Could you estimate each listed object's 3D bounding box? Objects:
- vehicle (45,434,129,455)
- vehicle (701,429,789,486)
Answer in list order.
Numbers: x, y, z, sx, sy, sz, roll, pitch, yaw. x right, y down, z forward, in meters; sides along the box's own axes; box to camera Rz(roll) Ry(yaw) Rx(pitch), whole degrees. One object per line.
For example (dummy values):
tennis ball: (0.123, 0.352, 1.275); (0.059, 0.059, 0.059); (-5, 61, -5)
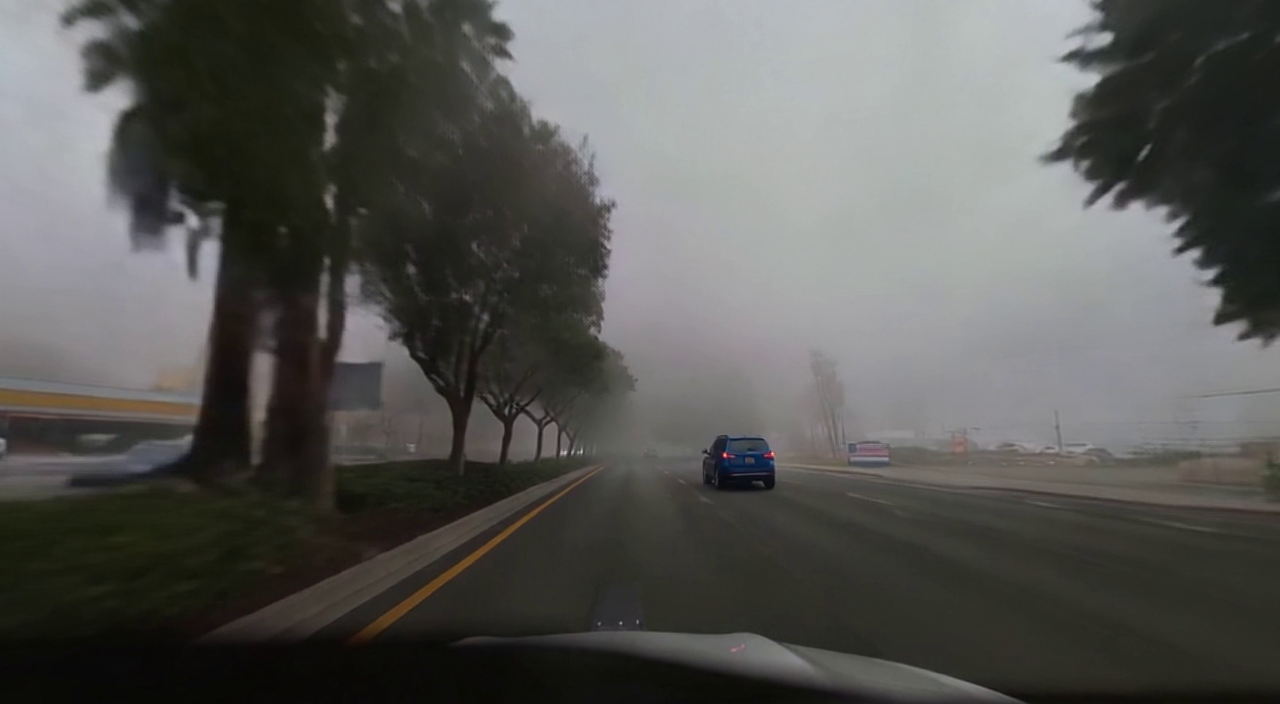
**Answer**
vehicle: (-43.545, 7.313, 49.810); (4.530, 1.569, 2.159); (0, -8, 1)
vehicle: (3.374, 3.511, 21.210); (2.072, 1.696, 4.177); (0, -8, -2)
